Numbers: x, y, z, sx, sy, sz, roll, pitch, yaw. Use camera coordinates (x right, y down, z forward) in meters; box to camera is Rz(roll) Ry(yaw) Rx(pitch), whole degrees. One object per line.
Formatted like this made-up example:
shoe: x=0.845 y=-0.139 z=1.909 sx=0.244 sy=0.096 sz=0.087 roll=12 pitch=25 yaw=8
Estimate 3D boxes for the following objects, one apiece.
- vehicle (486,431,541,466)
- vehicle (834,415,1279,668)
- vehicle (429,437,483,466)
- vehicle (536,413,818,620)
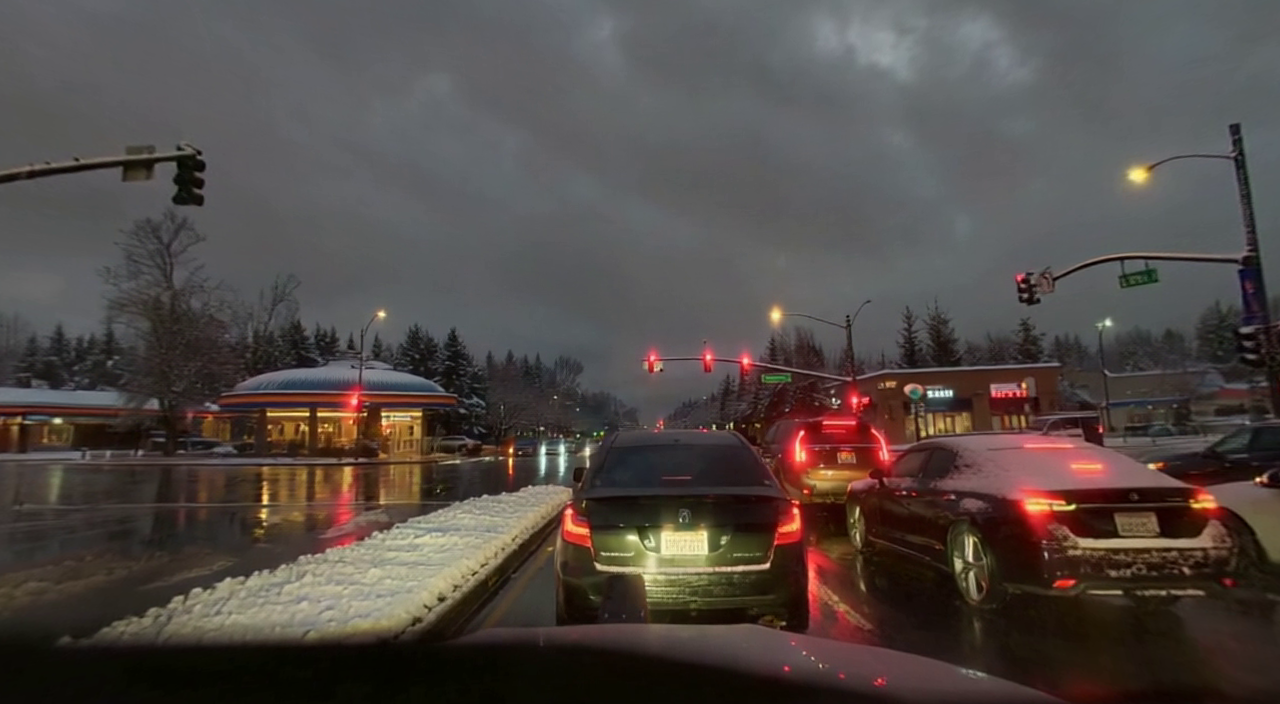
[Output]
vehicle: x=-8.799 y=6.718 z=44.576 sx=2.710 sy=2.022 sz=5.889 roll=-2 pitch=-5 yaw=0
vehicle: x=3.511 y=1.447 z=6.032 sx=1.883 sy=1.480 sz=4.489 roll=0 pitch=-8 yaw=0
vehicle: x=-12.101 y=6.574 z=41.799 sx=2.122 sy=1.829 sz=4.559 roll=0 pitch=-8 yaw=0
vehicle: x=0.217 y=1.494 z=6.653 sx=2.073 sy=1.496 sz=3.892 roll=0 pitch=-8 yaw=-2
